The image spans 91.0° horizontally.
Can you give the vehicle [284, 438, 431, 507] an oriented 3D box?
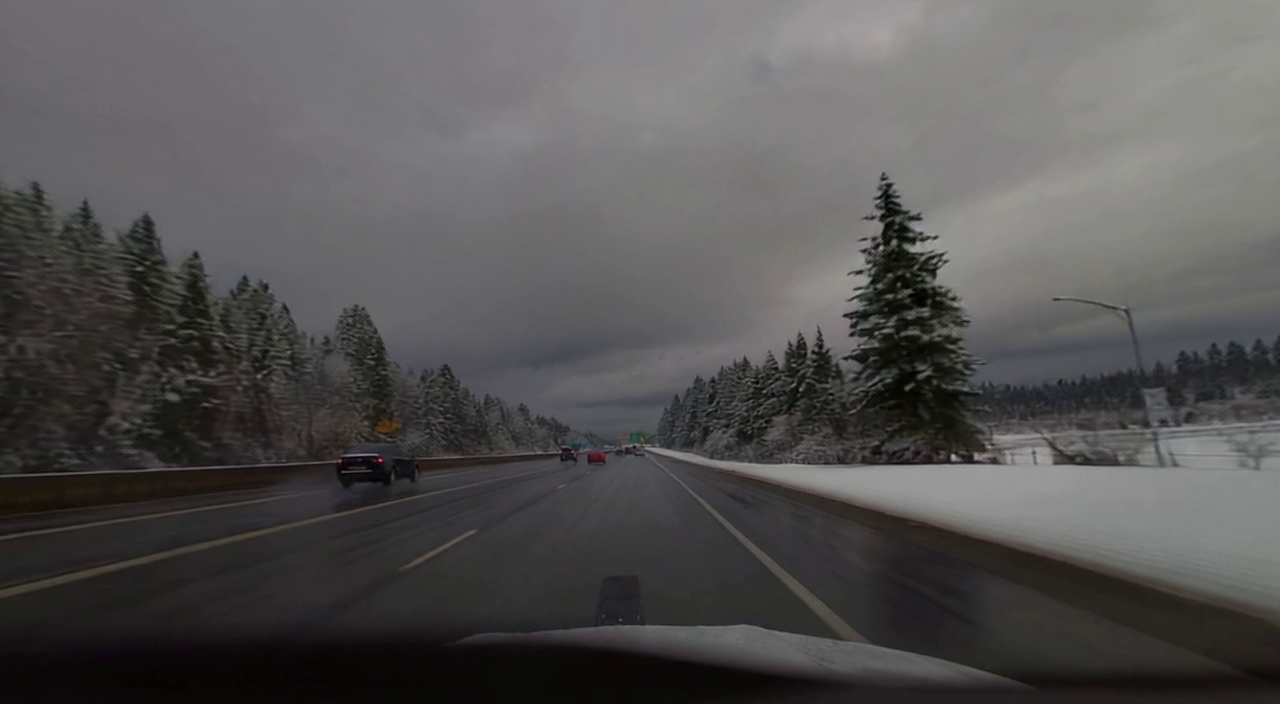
[{"bbox_3d":[-7.385,3.180,17.022,2.007,1.616,4.141,0,-9,1],"label":"vehicle"}]
